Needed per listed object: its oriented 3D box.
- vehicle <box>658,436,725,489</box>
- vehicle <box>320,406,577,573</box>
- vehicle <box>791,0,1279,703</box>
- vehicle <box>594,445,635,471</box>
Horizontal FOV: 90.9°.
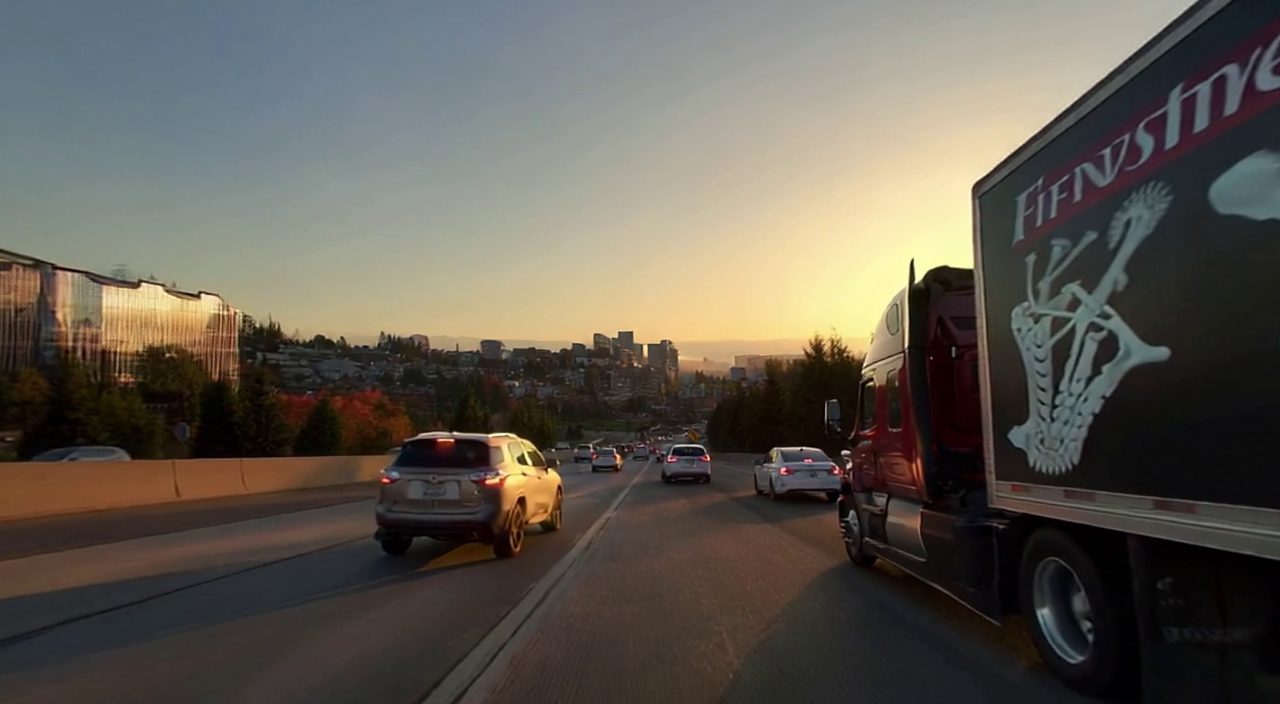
[{"bbox_3d":[1.776,3.984,23.123,2.156,1.701,4.494,-1,-8,2],"label":"vehicle"},{"bbox_3d":[-2.341,1.860,9.314,2.153,1.805,4.631,-1,-9,3],"label":"vehicle"},{"bbox_3d":[3.684,0.519,4.859,2.987,3.212,9.311,-1,-8,2],"label":"vehicle"},{"bbox_3d":[-1.458,6.254,37.563,2.036,1.441,4.253,-1,-8,2],"label":"vehicle"}]
